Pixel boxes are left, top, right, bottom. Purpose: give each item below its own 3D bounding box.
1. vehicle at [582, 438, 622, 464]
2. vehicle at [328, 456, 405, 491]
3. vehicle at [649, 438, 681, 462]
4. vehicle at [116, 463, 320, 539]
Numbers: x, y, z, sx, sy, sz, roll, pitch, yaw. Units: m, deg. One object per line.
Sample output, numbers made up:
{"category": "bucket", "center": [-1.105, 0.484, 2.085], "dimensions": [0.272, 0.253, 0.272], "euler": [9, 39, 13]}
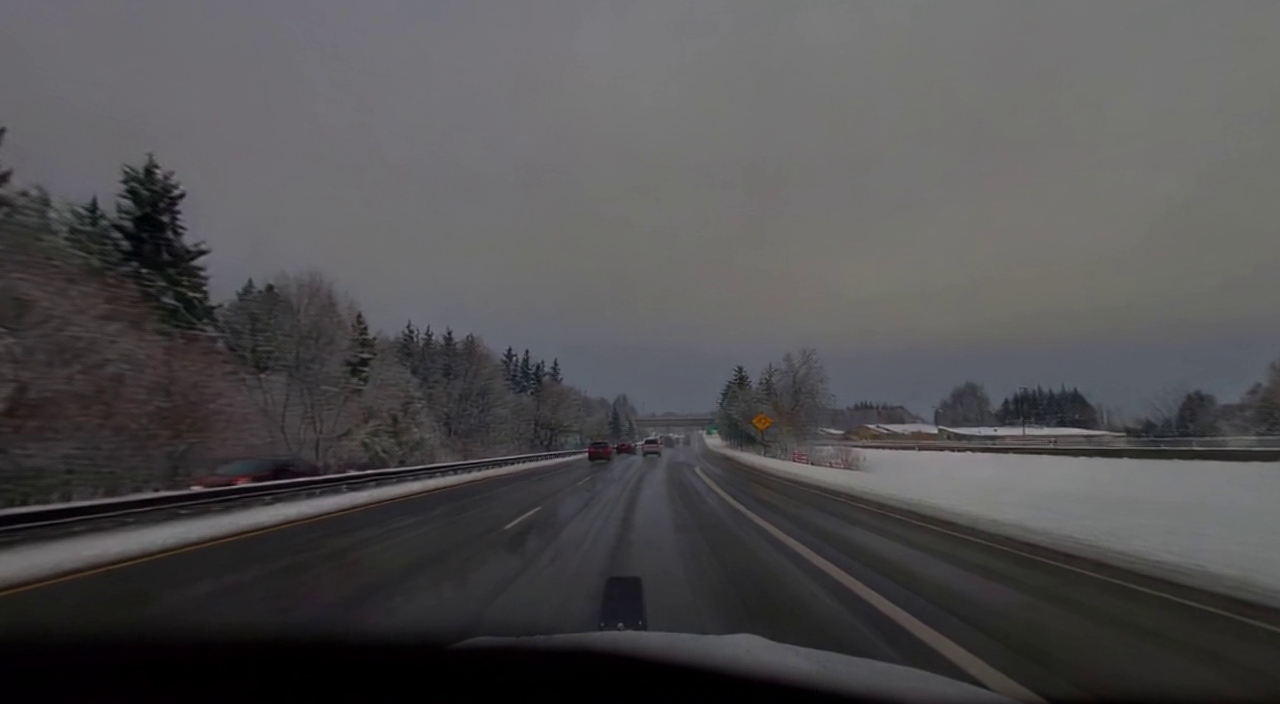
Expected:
{"category": "vehicle", "center": [-2.309, 6.147, 39.075], "dimensions": [1.985, 1.518, 3.847], "euler": [-1, -8, 4]}
{"category": "vehicle", "center": [-13.985, 6.217, 32.434], "dimensions": [1.898, 1.552, 4.266], "euler": [0, -8, 2]}
{"category": "vehicle", "center": [1.738, 6.709, 43.159], "dimensions": [2.077, 1.533, 3.854], "euler": [-1, -8, 3]}
{"category": "vehicle", "center": [-10.575, 3.727, 16.339], "dimensions": [1.977, 1.489, 4.631], "euler": [0, -8, 2]}
